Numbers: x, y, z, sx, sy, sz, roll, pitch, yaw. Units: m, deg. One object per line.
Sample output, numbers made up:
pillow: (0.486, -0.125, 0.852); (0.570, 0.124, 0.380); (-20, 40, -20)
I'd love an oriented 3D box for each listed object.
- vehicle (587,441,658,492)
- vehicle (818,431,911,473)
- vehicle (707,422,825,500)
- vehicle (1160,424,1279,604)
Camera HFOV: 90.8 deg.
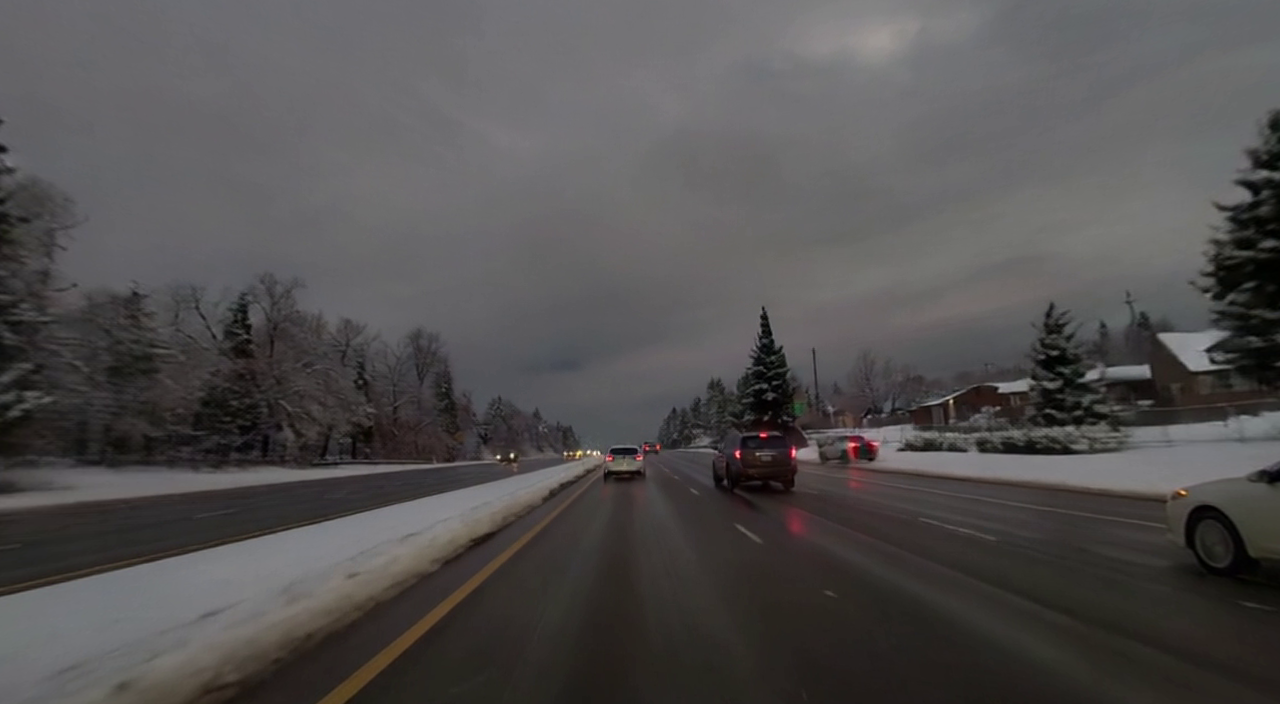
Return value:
vehicle: (-0.507, 3.578, 20.096); (2.040, 1.451, 3.736); (0, -8, 0)
vehicle: (11.163, 5.039, 32.006); (2.533, 1.900, 6.143); (0, -8, 1)
vehicle: (3.263, 2.963, 17.517); (2.186, 1.842, 4.553); (0, -8, -2)
vehicle: (6.504, 1.146, 3.973); (2.434, 1.467, 4.726); (0, -8, 0)
